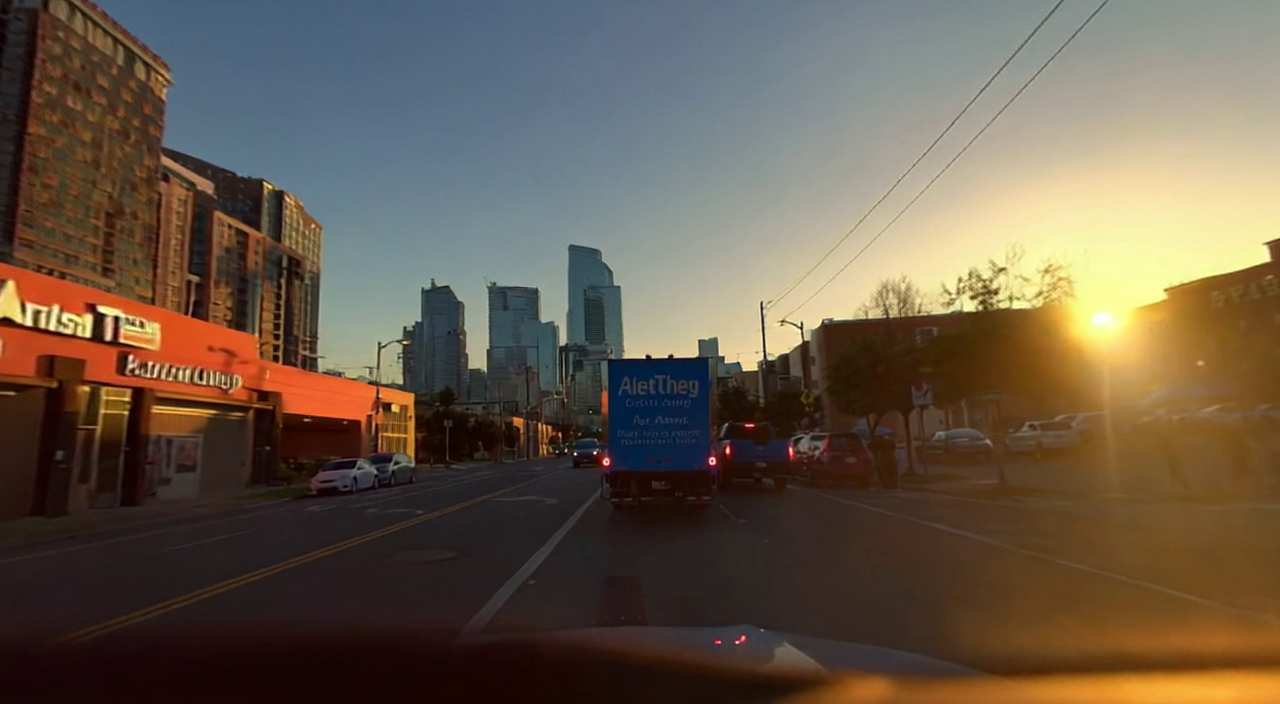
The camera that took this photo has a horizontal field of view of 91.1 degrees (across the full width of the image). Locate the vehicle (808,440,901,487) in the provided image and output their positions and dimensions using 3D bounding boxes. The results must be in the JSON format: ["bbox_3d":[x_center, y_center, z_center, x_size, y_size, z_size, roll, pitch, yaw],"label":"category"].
[{"bbox_3d":[7.708,4.033,23.045,1.951,1.548,4.290,0,-9,1],"label":"vehicle"}]

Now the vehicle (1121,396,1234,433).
[{"bbox_3d":[25.968,3.090,30.518,1.811,1.623,3.921,0,-9,-3],"label":"vehicle"}]

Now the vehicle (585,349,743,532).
[{"bbox_3d":[0.287,1.856,13.216,2.517,2.926,6.177,0,-9,-2],"label":"vehicle"}]

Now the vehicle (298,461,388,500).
[{"bbox_3d":[-13.320,5.758,28.502,1.901,1.508,4.405,0,-8,0],"label":"vehicle"}]

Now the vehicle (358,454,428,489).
[{"bbox_3d":[-13.159,6.367,33.717,1.943,1.682,4.365,0,-8,0],"label":"vehicle"}]

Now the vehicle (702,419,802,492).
[{"bbox_3d":[3.473,3.375,20.735,2.346,2.062,5.236,0,-9,0],"label":"vehicle"}]
